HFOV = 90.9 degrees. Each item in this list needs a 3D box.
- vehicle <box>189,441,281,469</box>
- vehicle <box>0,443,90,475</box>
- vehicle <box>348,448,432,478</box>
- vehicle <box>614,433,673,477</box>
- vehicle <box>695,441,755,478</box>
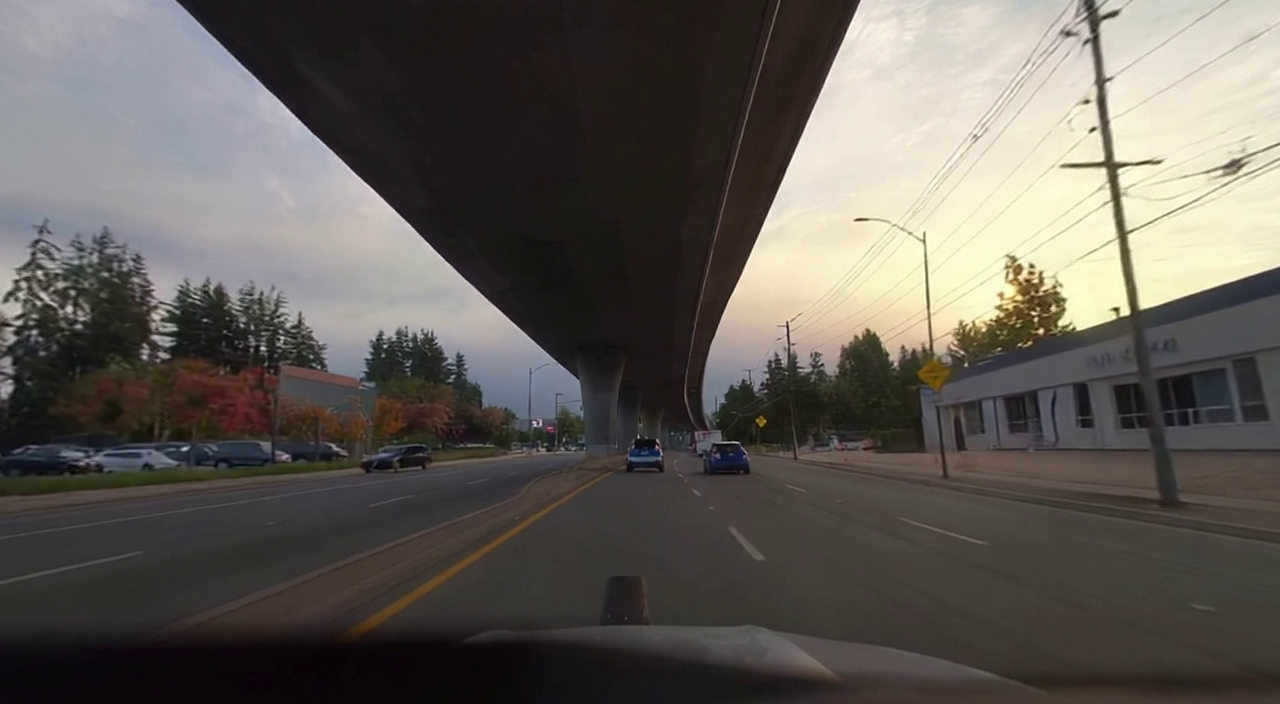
[{"bbox_3d":[-28.614,7.259,44.686,4.904,1.782,2.112,1,-8,-10],"label":"vehicle"},{"bbox_3d":[-33.771,5.895,34.817,4.540,1.717,2.066,2,-9,-13],"label":"vehicle"},{"bbox_3d":[-13.479,6.018,34.371,1.995,1.472,4.704,-2,-9,11],"label":"vehicle"},{"bbox_3d":[0.201,4.563,28.147,2.441,1.813,4.581,0,-8,1],"label":"vehicle"},{"bbox_3d":[3.582,4.620,27.431,1.954,1.479,4.557,0,-8,0],"label":"vehicle"}]
